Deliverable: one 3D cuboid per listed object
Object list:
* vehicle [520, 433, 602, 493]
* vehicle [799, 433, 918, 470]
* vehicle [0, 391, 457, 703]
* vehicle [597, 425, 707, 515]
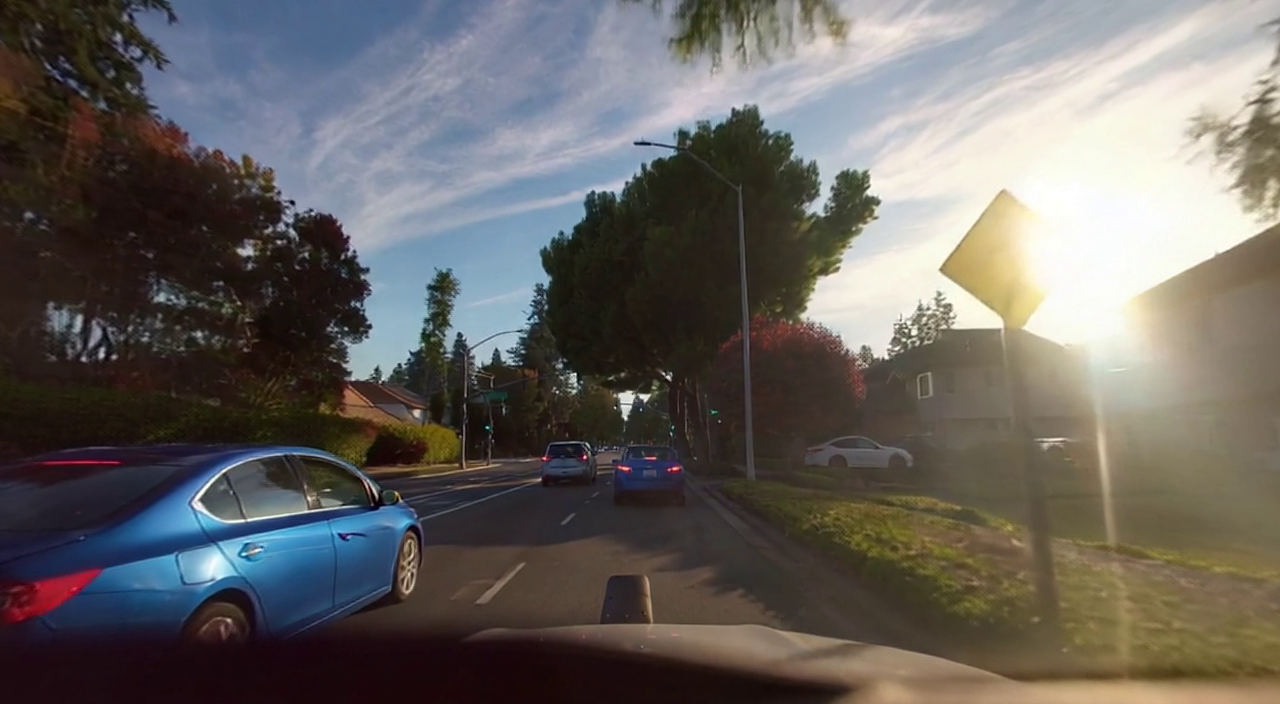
[{"bbox_3d":[-2.437,3.548,20.538,2.000,1.737,4.133,0,-8,2],"label":"vehicle"},{"bbox_3d":[9.360,4.309,27.287,4.456,1.504,1.914,0,-8,1],"label":"vehicle"},{"bbox_3d":[-2.837,1.138,3.731,1.968,1.472,4.685,0,-8,2],"label":"vehicle"},{"bbox_3d":[0.244,2.574,14.195,2.120,1.718,3.909,0,-8,0],"label":"vehicle"}]
